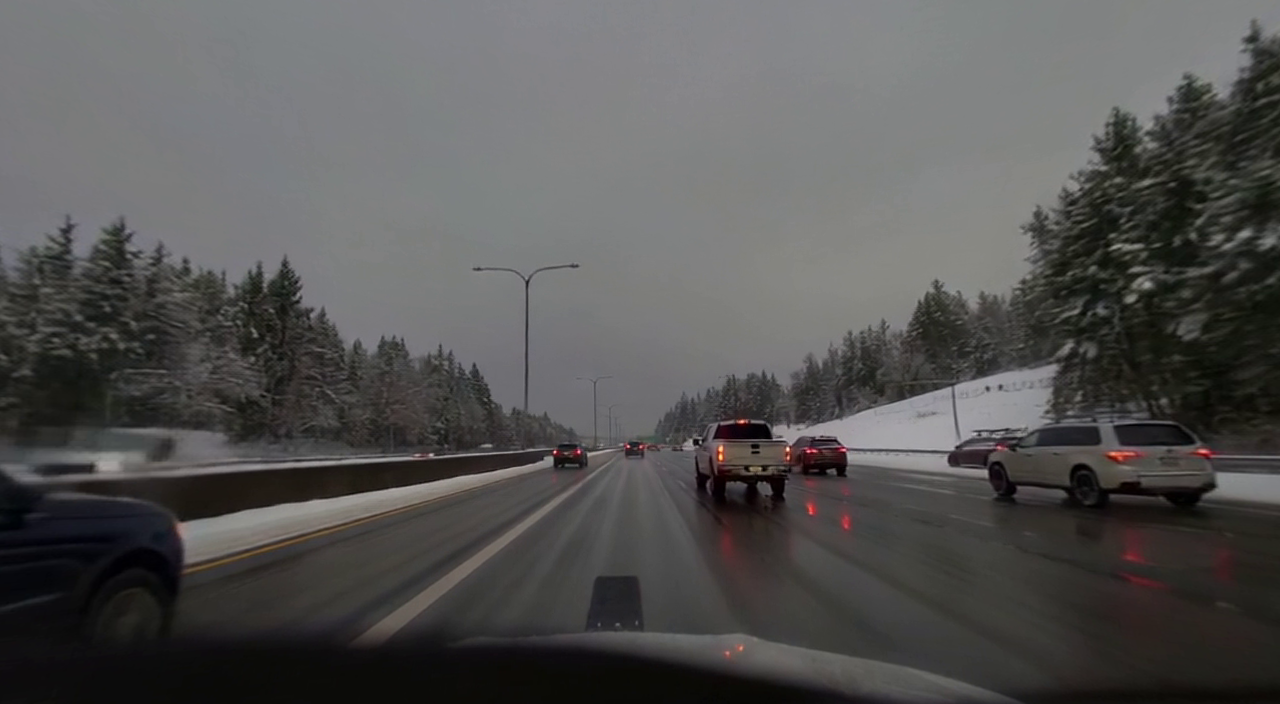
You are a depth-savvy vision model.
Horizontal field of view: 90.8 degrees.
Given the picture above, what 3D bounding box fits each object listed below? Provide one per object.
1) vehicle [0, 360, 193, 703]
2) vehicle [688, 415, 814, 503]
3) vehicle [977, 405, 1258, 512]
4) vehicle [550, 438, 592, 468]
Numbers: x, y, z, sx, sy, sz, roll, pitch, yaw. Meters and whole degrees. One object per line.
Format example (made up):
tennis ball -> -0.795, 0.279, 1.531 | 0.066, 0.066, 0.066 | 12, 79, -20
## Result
vehicle -> -3.524, 0.689, 1.225 | 2.119, 1.654, 4.353 | 0, -8, 0
vehicle -> 2.628, 2.737, 16.580 | 2.200, 1.870, 5.649 | 0, -8, -1
vehicle -> 9.854, 2.267, 13.820 | 2.046, 1.873, 5.131 | 0, -8, -1
vehicle -> -3.975, 5.887, 36.895 | 1.992, 1.651, 4.185 | 0, -8, 0
